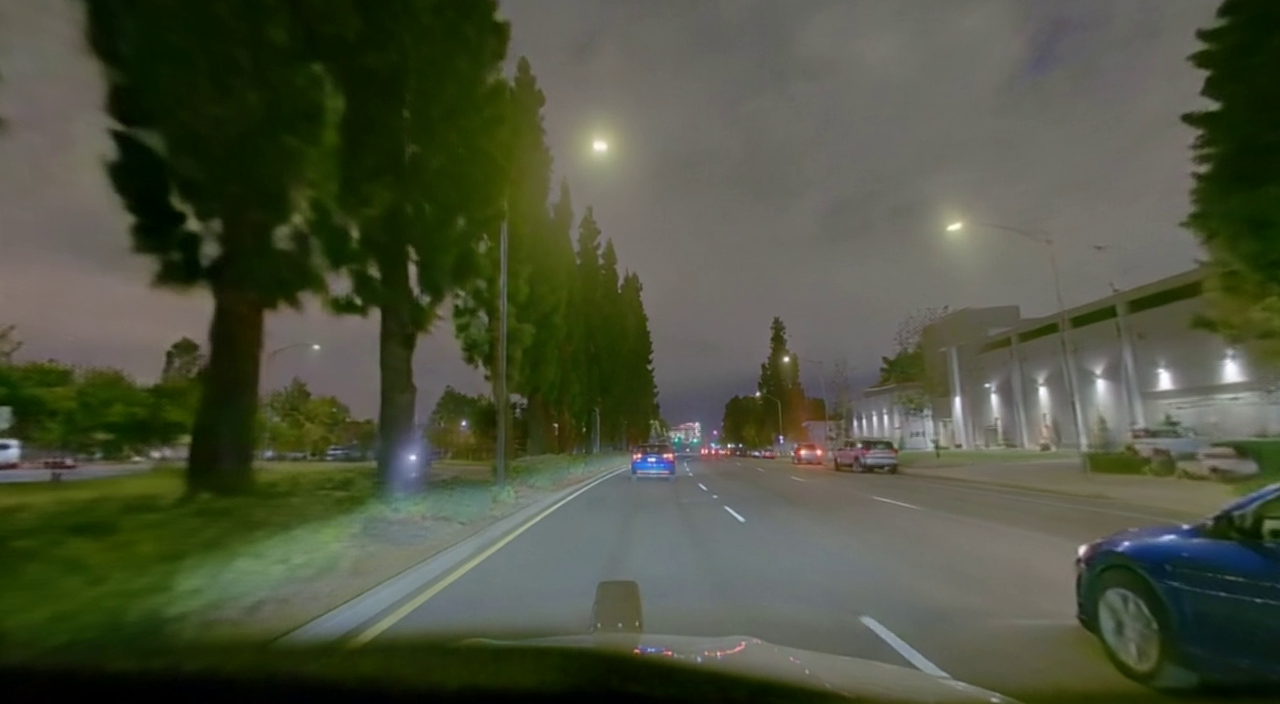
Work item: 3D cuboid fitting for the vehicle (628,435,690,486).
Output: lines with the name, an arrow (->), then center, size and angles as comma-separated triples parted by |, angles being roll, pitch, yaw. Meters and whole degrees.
vehicle -> 0.686, 3.945, 23.304 | 2.085, 1.693, 4.301 | 0, -9, 1

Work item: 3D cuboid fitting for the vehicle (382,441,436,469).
vehicle -> -15.618, 6.995, 42.940 | 2.290, 1.758, 4.900 | 1, -9, -6

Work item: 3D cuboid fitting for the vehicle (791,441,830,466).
vehicle -> 13.016, 7.757, 48.461 | 2.039, 1.826, 4.704 | -1, -9, 5

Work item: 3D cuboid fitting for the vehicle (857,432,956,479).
vehicle -> 11.623, 4.553, 28.049 | 2.139, 1.849, 5.246 | 0, -9, 1

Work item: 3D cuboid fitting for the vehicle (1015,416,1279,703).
vehicle -> 3.638, 0.925, 2.265 | 1.918, 1.418, 4.360 | 0, -9, 0

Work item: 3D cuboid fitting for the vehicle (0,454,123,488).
vehicle -> -26.970, 5.437, 29.114 | 4.346, 1.434, 1.969 | 2, -9, -13
